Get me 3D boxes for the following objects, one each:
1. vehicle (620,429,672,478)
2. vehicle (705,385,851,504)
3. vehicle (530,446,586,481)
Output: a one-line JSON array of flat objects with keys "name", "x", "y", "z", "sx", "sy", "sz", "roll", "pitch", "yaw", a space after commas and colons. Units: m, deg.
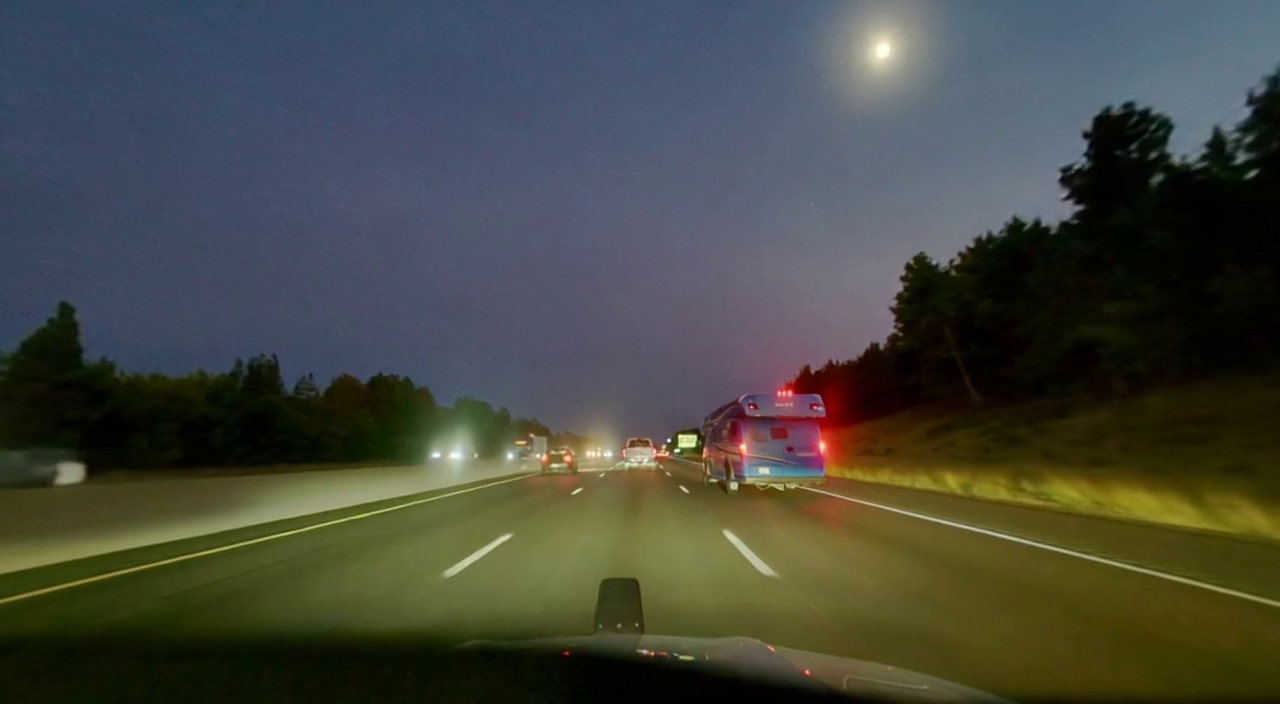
[{"name": "vehicle", "x": 0.280, "y": 5.306, "z": 33.084, "sx": 2.524, "sy": 2.310, "sz": 4.986, "roll": 0, "pitch": -9, "yaw": 0}, {"name": "vehicle", "x": 3.779, "y": 2.826, "z": 19.247, "sx": 2.607, "sy": 2.910, "sz": 7.252, "roll": 0, "pitch": -9, "yaw": -2}, {"name": "vehicle", "x": -3.750, "y": 5.218, "z": 29.708, "sx": 1.959, "sy": 1.502, "sz": 4.559, "roll": 0, "pitch": -9, "yaw": 1}]
